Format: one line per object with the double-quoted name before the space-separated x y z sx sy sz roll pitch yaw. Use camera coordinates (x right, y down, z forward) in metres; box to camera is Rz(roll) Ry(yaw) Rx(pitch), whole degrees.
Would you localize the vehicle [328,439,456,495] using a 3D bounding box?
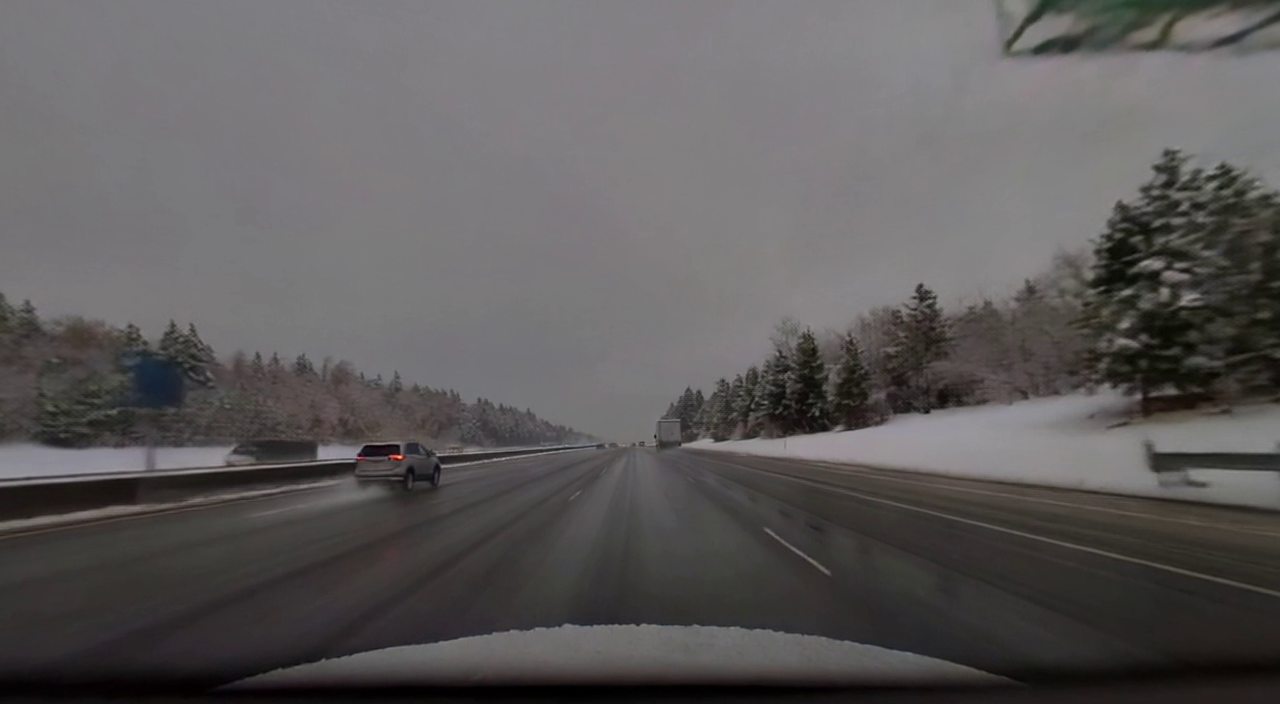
"vehicle" -7.273 3.407 19.123 2.033 1.494 4.508 0 -9 0
